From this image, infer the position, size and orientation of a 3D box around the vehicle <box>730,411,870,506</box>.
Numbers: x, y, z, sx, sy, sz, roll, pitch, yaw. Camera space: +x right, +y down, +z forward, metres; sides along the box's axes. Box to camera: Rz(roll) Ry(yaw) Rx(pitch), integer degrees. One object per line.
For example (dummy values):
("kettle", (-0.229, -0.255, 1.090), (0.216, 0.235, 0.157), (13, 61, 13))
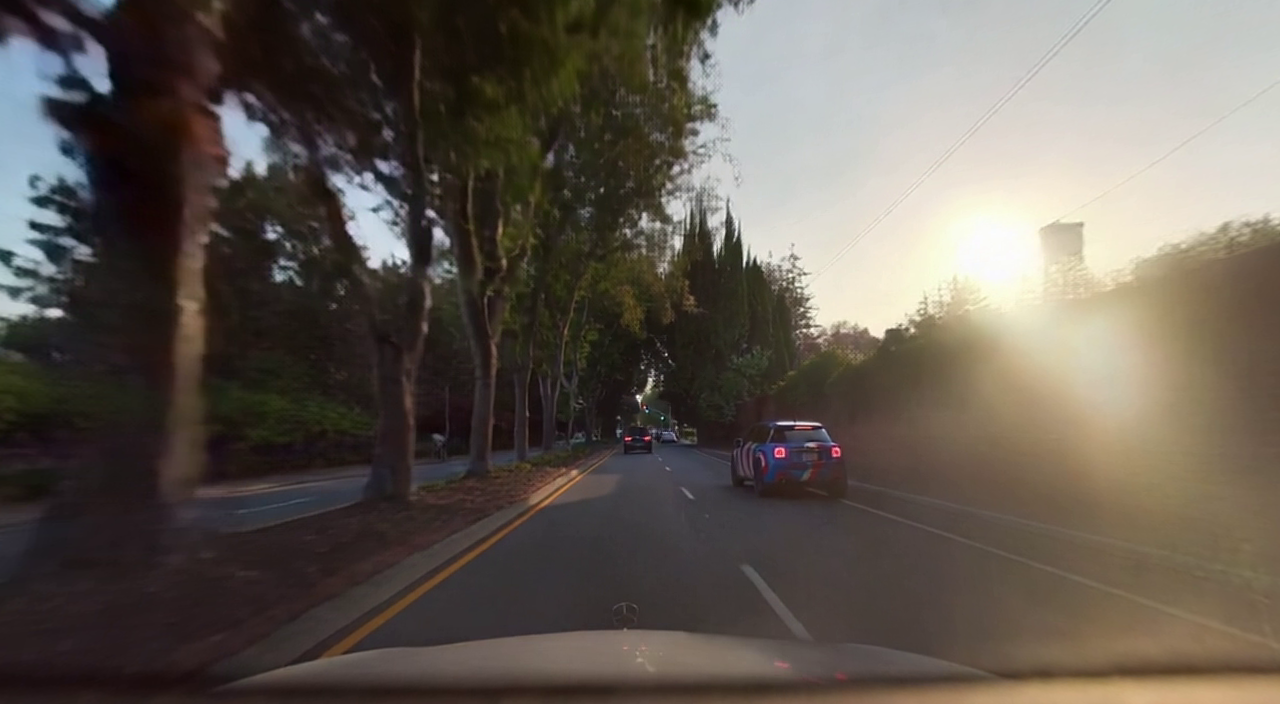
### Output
("vehicle", (3.199, 2.228, 13.519), (1.840, 1.709, 4.202), (0, -8, -1))

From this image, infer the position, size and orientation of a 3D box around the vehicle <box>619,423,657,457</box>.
("vehicle", (-0.131, 4.915, 35.114), (1.984, 1.777, 3.148), (0, -8, -1))
